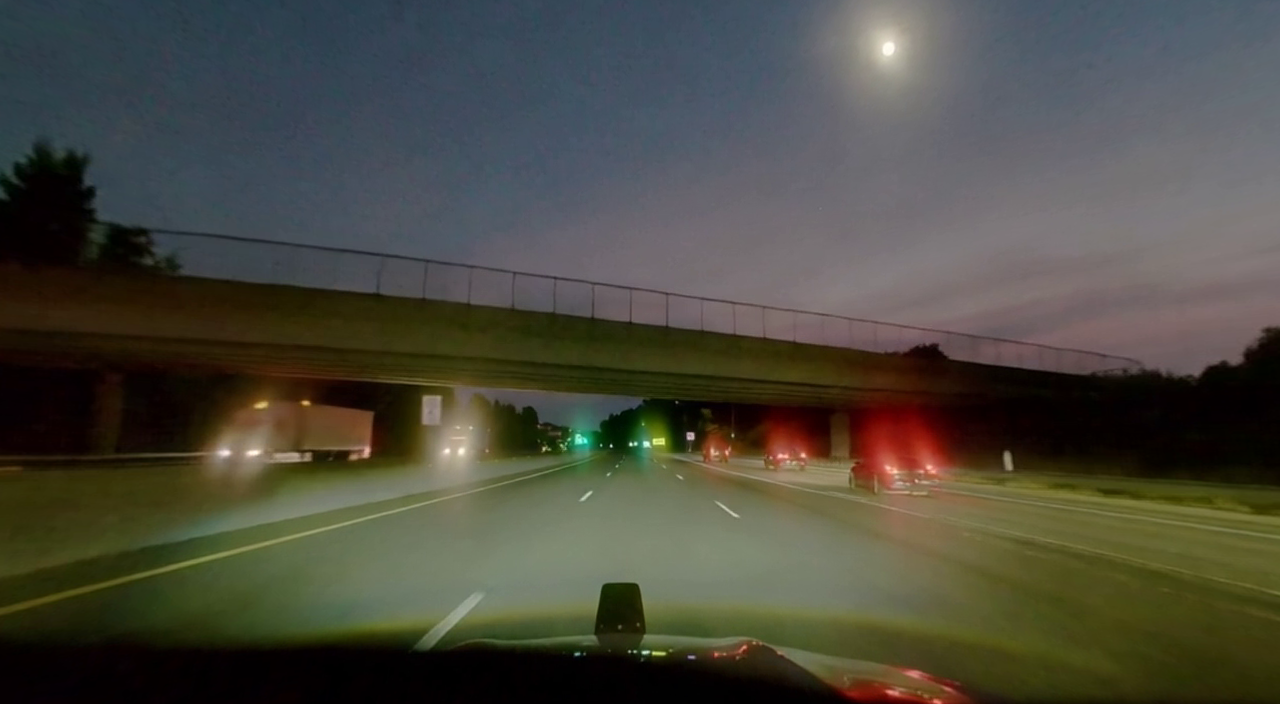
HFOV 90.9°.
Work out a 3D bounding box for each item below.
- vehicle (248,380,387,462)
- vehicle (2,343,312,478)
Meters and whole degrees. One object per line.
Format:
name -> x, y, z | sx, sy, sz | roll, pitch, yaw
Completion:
vehicle -> -16.163, 3.731, 32.507 | 2.839, 3.741, 7.952 | 0, -9, 0
vehicle -> -16.101, 2.394, 22.690 | 2.985, 3.790, 10.161 | 0, -9, 0
